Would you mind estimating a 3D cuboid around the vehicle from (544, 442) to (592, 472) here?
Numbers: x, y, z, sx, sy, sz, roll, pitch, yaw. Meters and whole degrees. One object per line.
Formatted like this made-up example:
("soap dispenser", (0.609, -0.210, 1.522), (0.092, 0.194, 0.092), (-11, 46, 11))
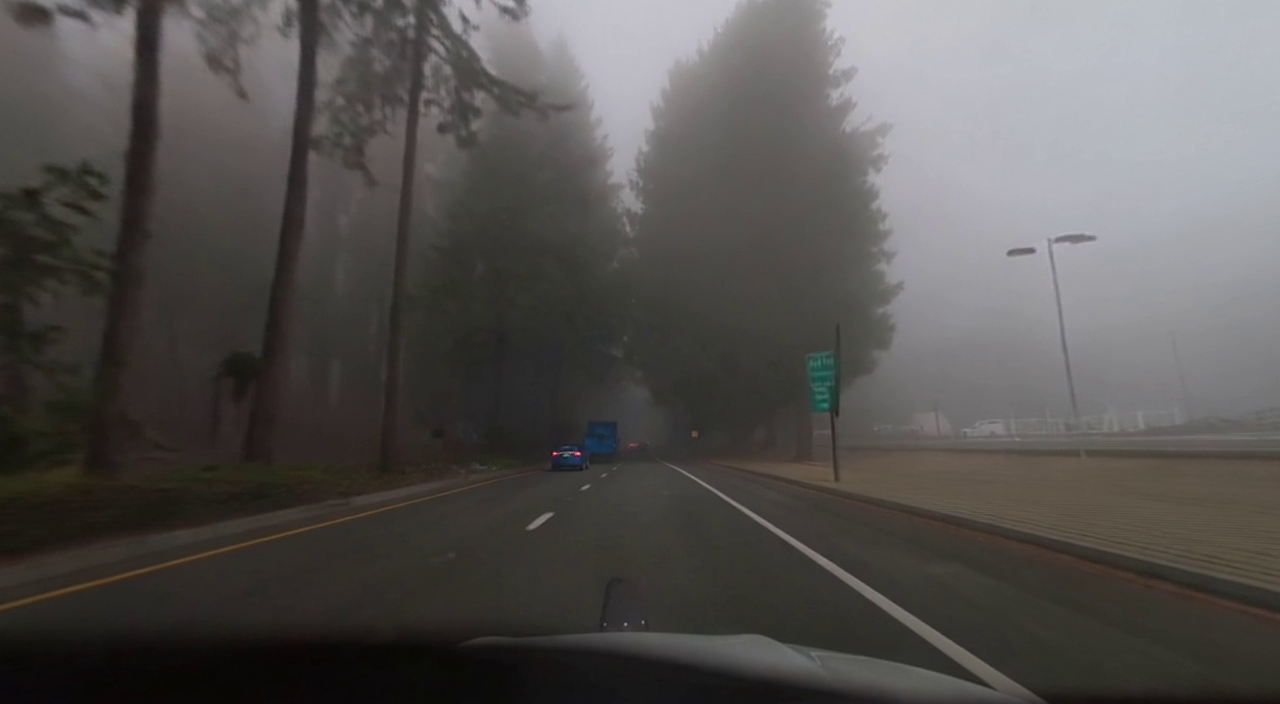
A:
("vehicle", (-3.789, 5.576, 33.756), (2.005, 1.462, 4.345), (0, -8, 1))
